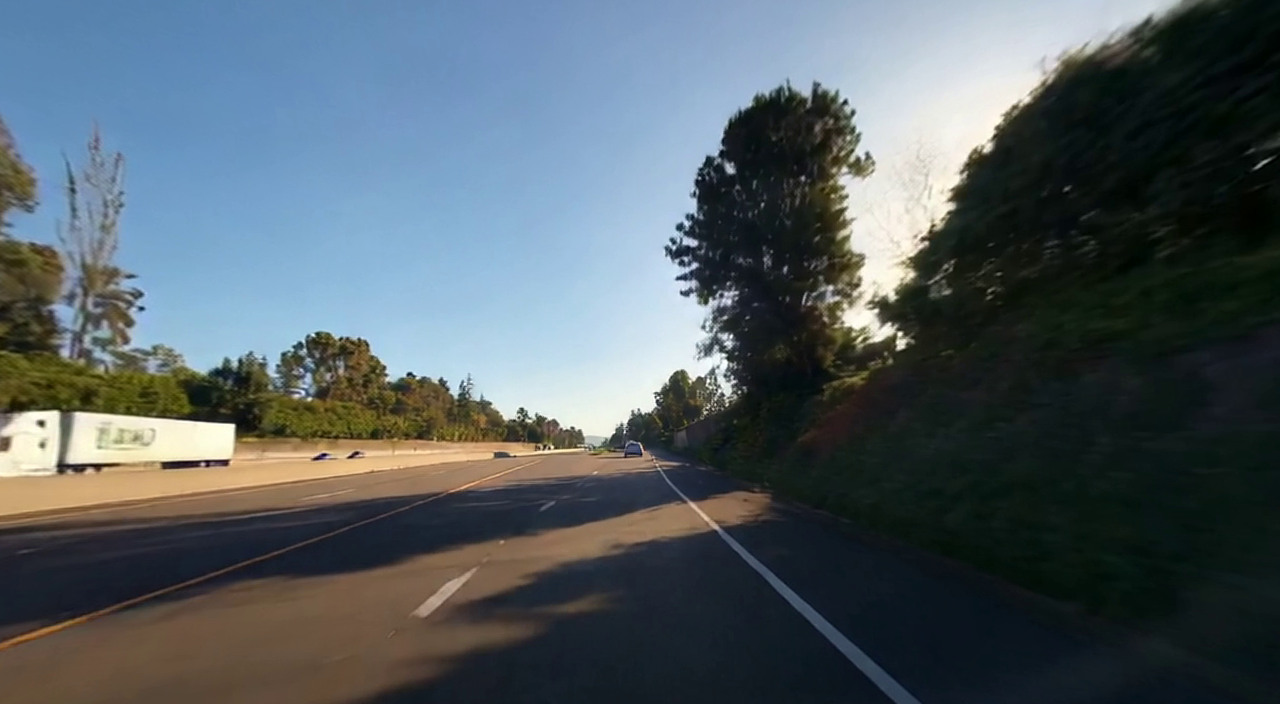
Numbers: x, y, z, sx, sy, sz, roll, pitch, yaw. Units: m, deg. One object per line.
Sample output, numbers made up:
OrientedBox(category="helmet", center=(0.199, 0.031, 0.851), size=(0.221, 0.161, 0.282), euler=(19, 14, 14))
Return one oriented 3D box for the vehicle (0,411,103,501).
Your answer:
OrientedBox(category="vehicle", center=(-29.683, 4.955, 30.335), size=(2.942, 3.911, 5.799), euler=(0, -8, -9))
